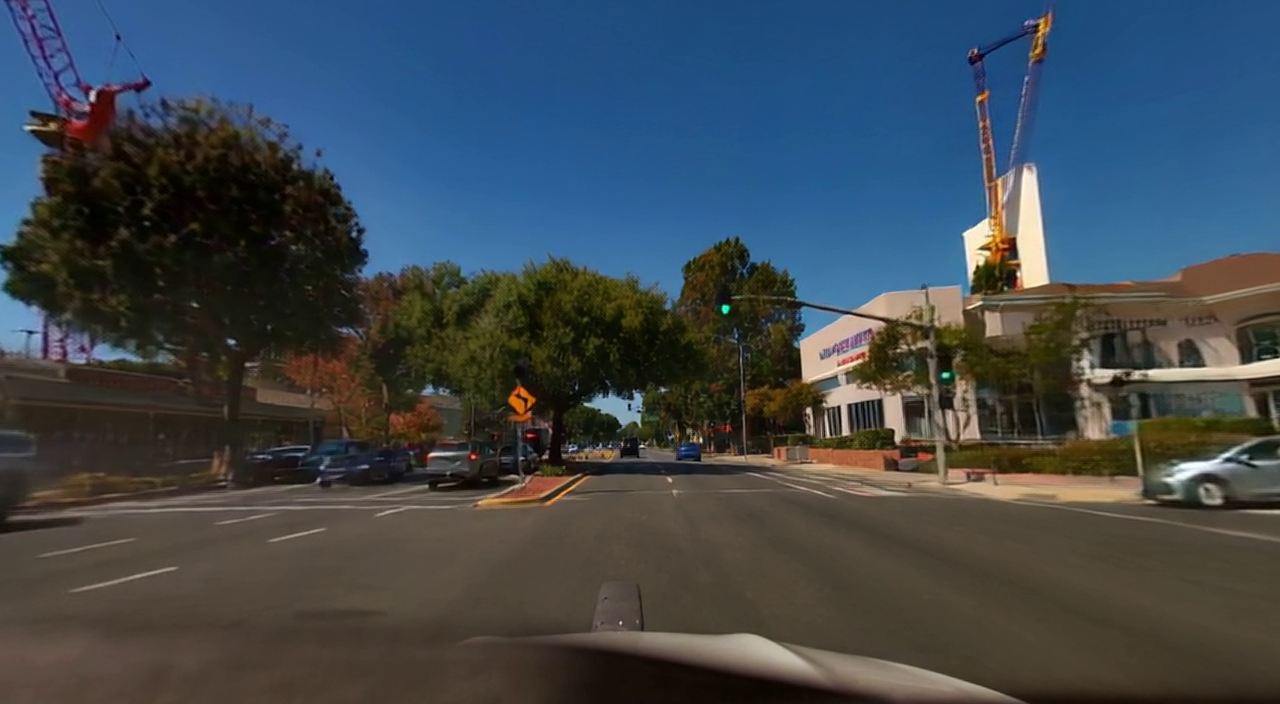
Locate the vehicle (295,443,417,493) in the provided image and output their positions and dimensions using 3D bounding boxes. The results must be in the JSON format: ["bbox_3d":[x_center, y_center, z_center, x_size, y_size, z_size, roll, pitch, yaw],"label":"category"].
[{"bbox_3d":[-9.124,3.747,20.792,1.947,1.434,4.557,0,-8,-1],"label":"vehicle"}]

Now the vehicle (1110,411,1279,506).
[{"bbox_3d":[12.815,2.140,12.868,4.641,1.772,2.080,-1,-9,7],"label":"vehicle"}]

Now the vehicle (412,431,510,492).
[{"bbox_3d":[-5.820,3.563,21.089,1.983,1.715,4.466,-2,-8,0],"label":"vehicle"}]
